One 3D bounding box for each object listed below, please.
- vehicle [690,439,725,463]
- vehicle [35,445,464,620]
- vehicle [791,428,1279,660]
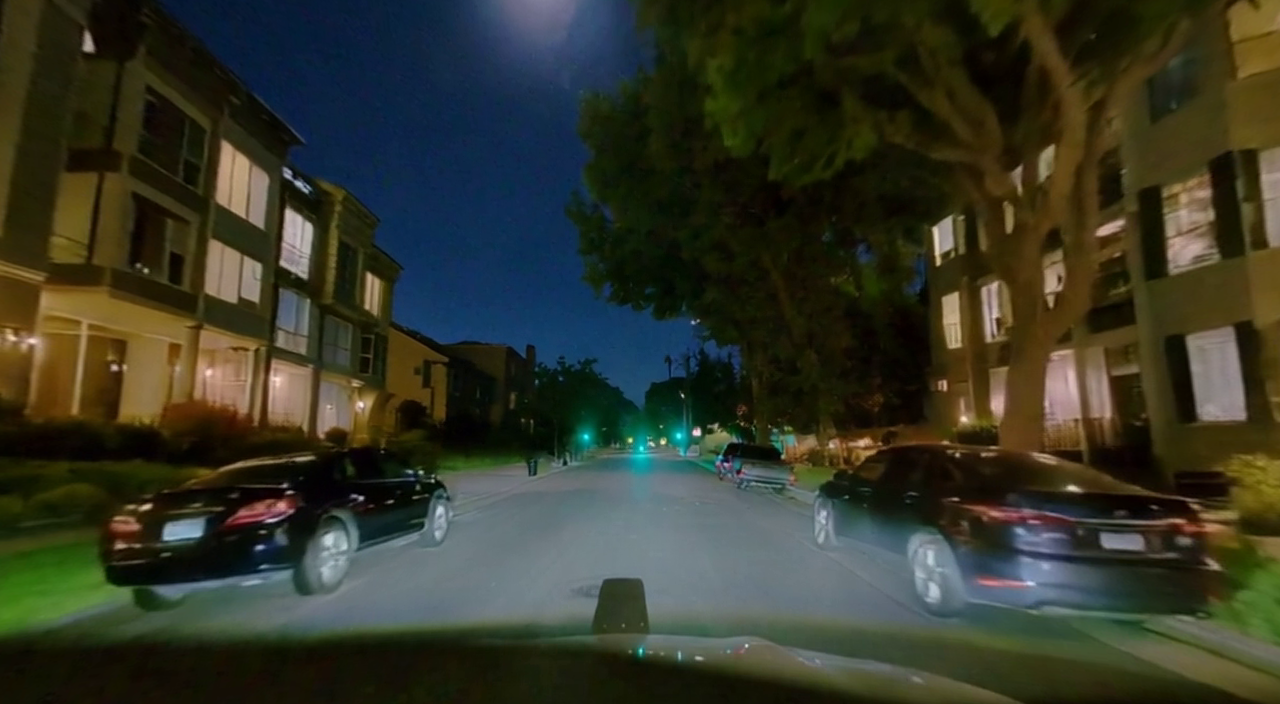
[{"bbox_3d":[4.501,6.705,42.719,2.102,1.504,4.471,0,-8,3],"label":"vehicle"},{"bbox_3d":[-3.677,1.721,7.056,1.995,1.330,4.080,-1,-8,4],"label":"vehicle"},{"bbox_3d":[3.256,1.610,6.709,2.000,1.456,5.251,0,-8,0],"label":"vehicle"}]
